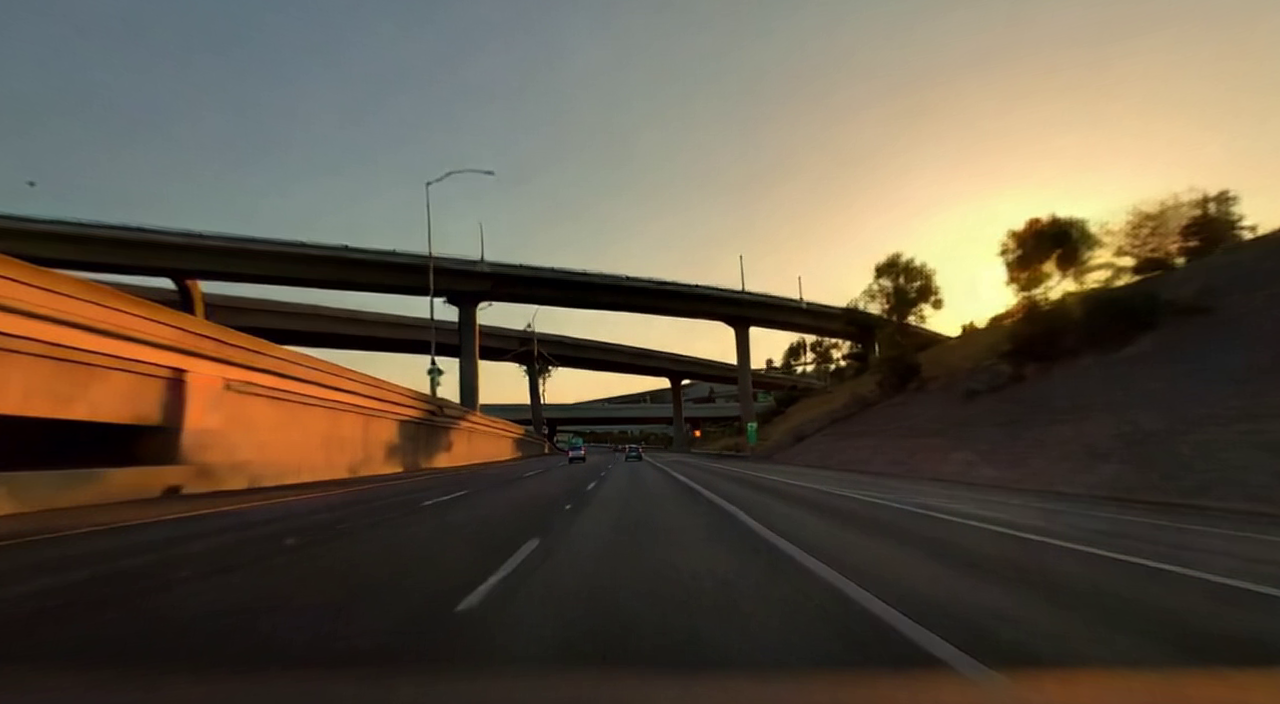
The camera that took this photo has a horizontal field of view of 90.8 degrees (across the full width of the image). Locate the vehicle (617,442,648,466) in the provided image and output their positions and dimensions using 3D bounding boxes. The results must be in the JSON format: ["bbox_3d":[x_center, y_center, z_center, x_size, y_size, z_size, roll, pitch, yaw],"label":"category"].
[{"bbox_3d":[-0.547,7.337,45.678,2.132,1.657,3.967,0,-8,-1],"label":"vehicle"}]

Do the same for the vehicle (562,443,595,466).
[{"bbox_3d":[-4.441,7.459,46.168,2.000,1.646,4.201,0,-8,-1],"label":"vehicle"}]
